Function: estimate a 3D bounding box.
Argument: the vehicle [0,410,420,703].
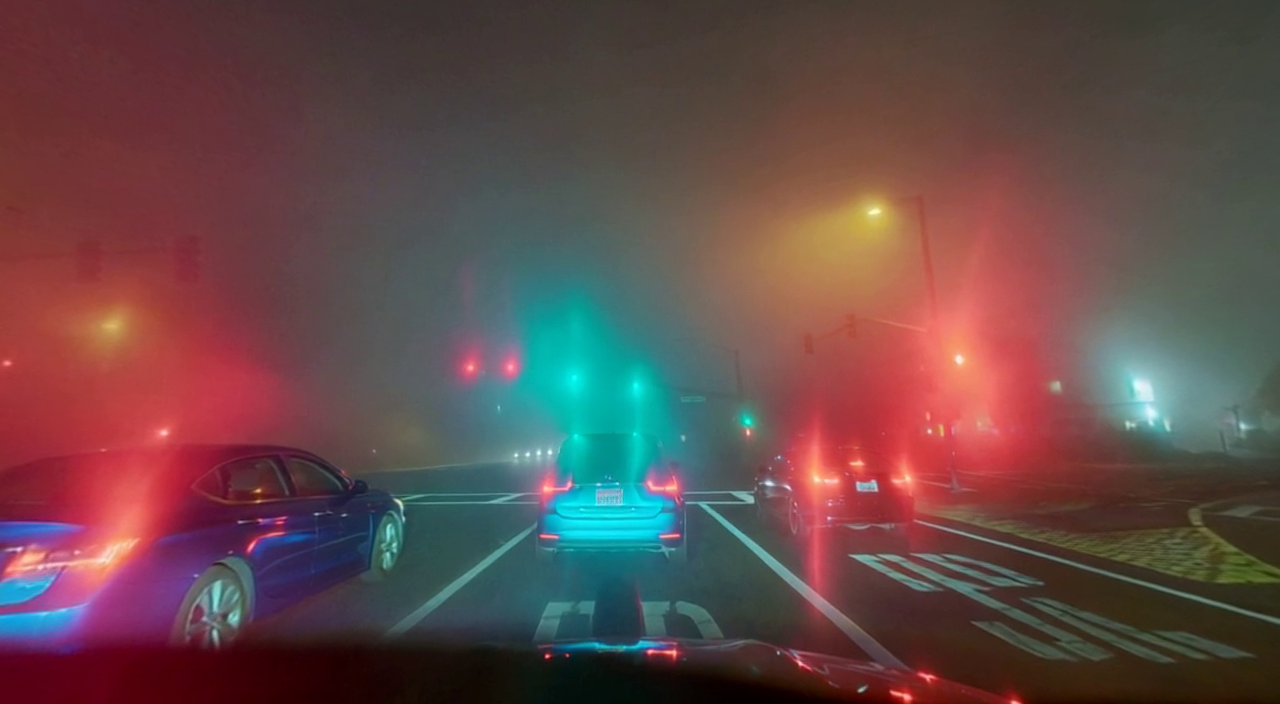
[{"bbox_3d":[-3.577,1.326,5.024,2.052,1.472,4.479,0,-8,0],"label":"vehicle"}]

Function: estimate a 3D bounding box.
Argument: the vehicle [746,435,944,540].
[{"bbox_3d":[3.274,2.249,11.209,1.970,1.449,4.433,0,-8,-1],"label":"vehicle"}]

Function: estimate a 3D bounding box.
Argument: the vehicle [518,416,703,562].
[{"bbox_3d":[-0.344,1.802,8.978,2.038,1.599,3.844,0,-8,-1],"label":"vehicle"}]
